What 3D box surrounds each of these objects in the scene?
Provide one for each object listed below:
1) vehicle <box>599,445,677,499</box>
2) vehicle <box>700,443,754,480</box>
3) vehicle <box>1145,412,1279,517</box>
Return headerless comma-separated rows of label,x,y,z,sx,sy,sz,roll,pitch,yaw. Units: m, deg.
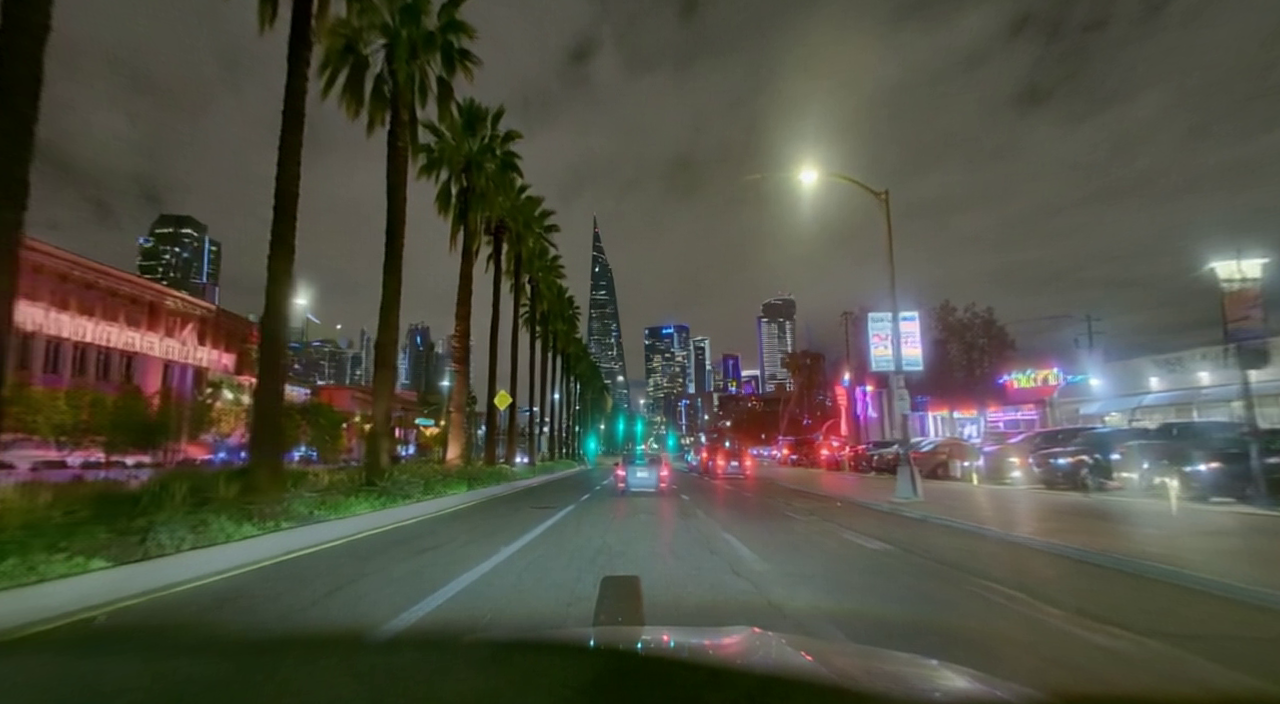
vehicle,-0.030,3.773,20.171,2.235,1.528,3.876,0,-8,1
vehicle,4.460,5.688,33.119,2.136,1.774,4.778,0,-8,0
vehicle,12.950,2.096,11.997,4.696,1.776,2.253,0,-8,-2
